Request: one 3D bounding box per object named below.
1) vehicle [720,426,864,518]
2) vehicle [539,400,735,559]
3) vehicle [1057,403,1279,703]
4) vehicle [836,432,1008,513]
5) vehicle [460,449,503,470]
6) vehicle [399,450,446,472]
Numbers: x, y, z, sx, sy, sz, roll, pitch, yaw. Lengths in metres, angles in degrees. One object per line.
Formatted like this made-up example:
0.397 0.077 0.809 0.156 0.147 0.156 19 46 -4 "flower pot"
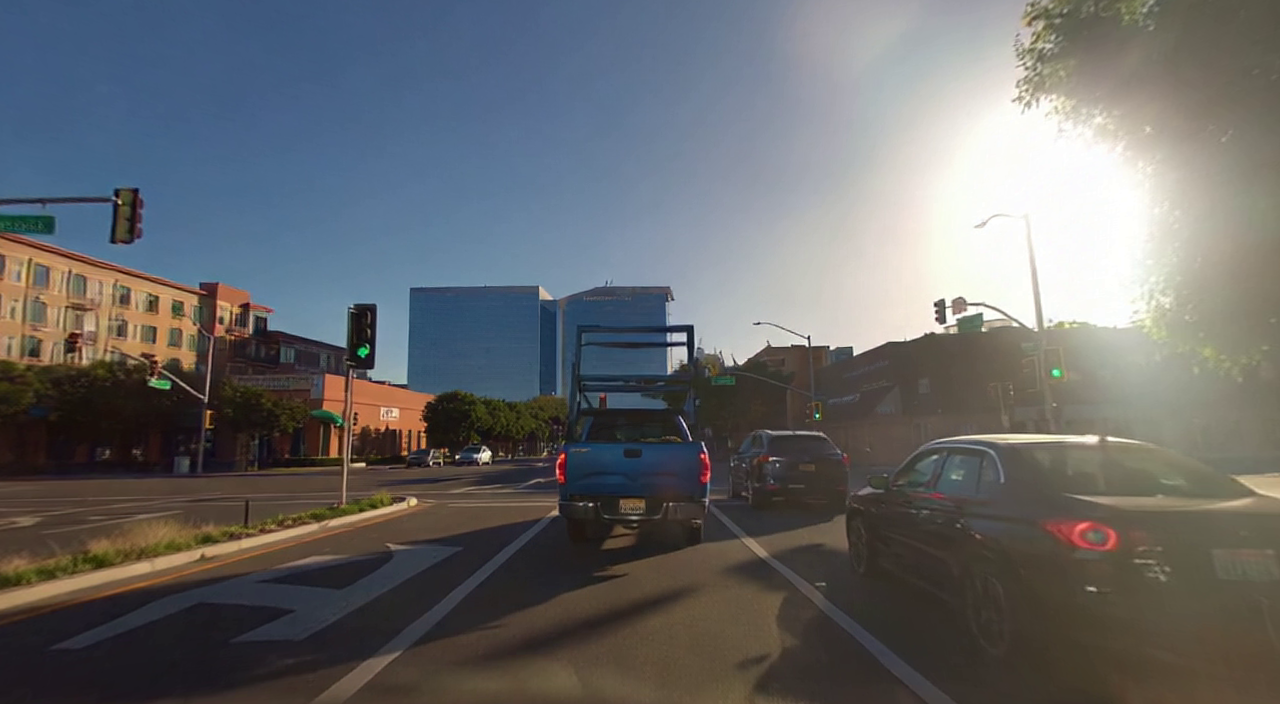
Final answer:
3.188 2.620 14.323 2.013 1.742 4.424 0 -8 -2 "vehicle"
-0.124 1.859 9.922 2.344 1.883 4.572 0 -8 -2 "vehicle"
3.244 0.749 1.074 2.057 1.463 4.365 0 -8 0 "vehicle"
6.489 2.799 15.196 2.002 1.651 4.305 0 -8 -2 "vehicle"
-11.764 7.962 47.078 1.989 1.459 4.667 0 -8 0 "vehicle"
-15.835 7.932 46.208 1.915 1.491 4.347 0 -8 0 "vehicle"
